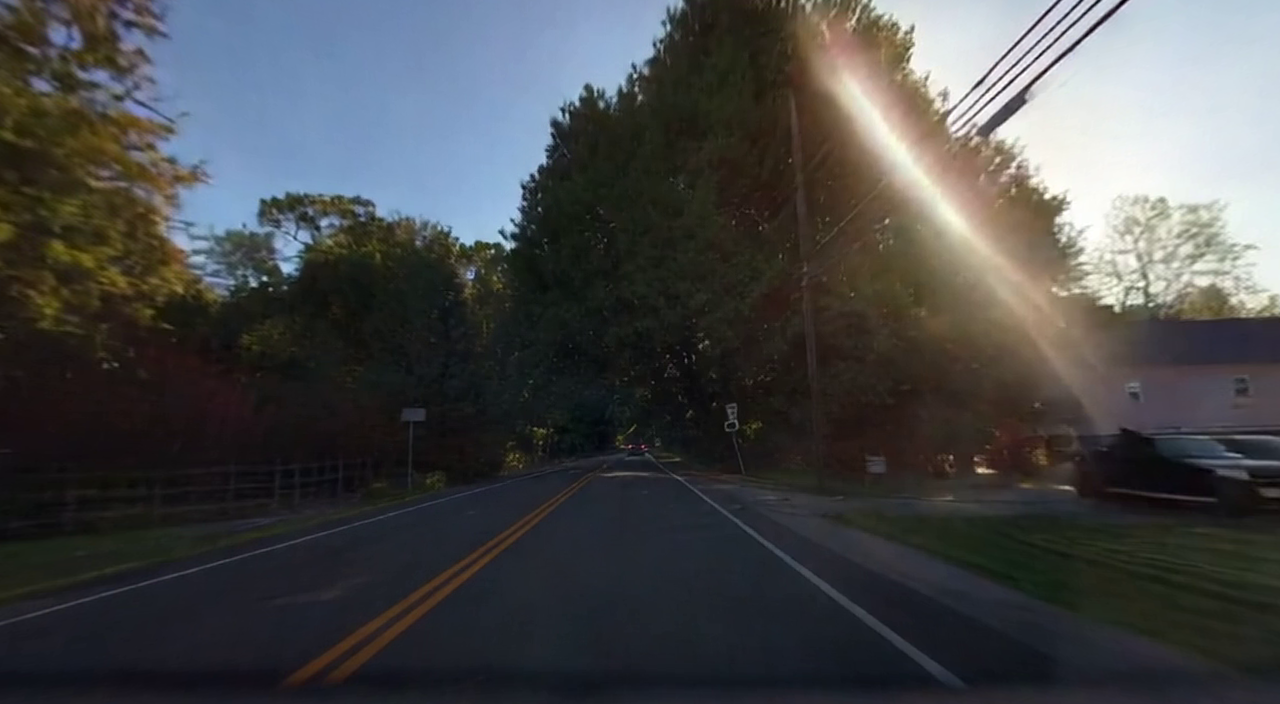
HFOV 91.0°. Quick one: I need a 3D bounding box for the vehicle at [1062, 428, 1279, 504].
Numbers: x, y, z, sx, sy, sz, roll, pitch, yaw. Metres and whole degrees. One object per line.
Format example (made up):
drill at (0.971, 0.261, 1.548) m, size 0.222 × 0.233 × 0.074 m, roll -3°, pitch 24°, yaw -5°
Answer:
vehicle at (15.970, 3.263, 18.301) m, size 5.494 × 2.011 × 2.421 m, roll -1°, pitch -9°, yaw 5°
